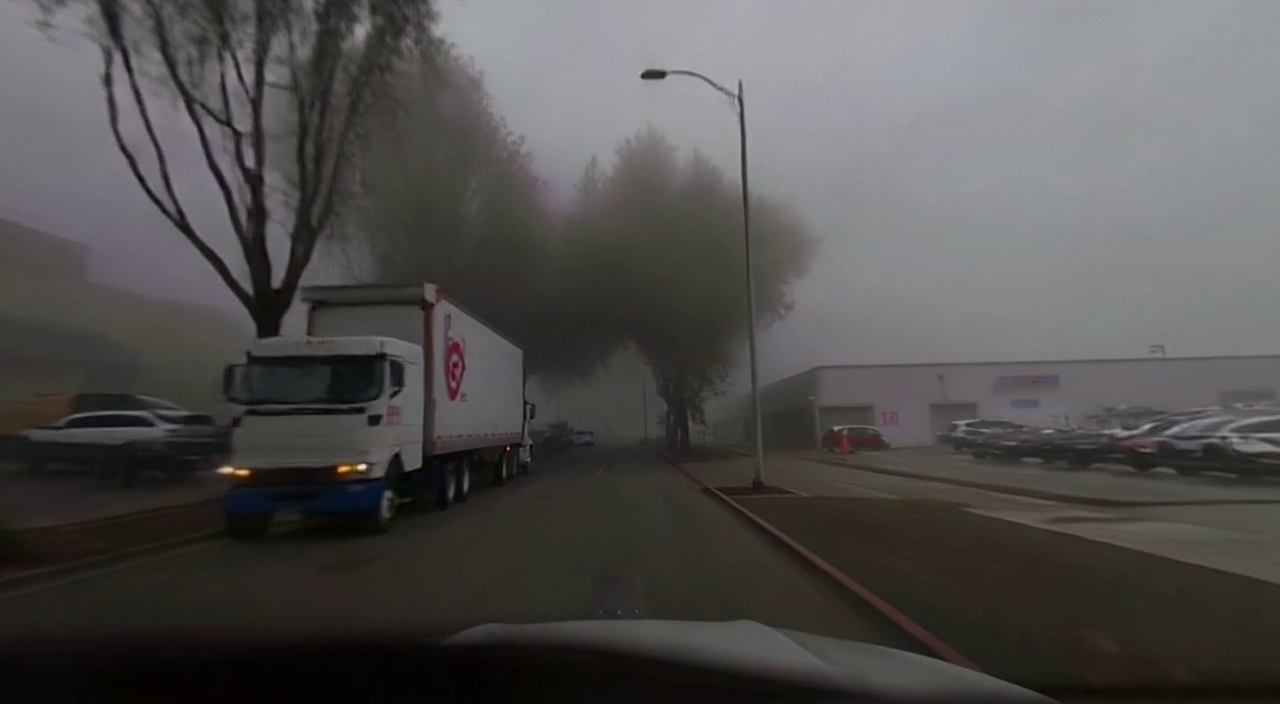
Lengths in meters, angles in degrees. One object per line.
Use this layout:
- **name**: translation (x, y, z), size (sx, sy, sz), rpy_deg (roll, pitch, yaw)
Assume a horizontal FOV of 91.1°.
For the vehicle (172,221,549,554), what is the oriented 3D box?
- **vehicle**: translation (-4.983, 1.378, 16.464), size (2.976, 4.754, 15.127), rpy_deg (0, -7, 0)
